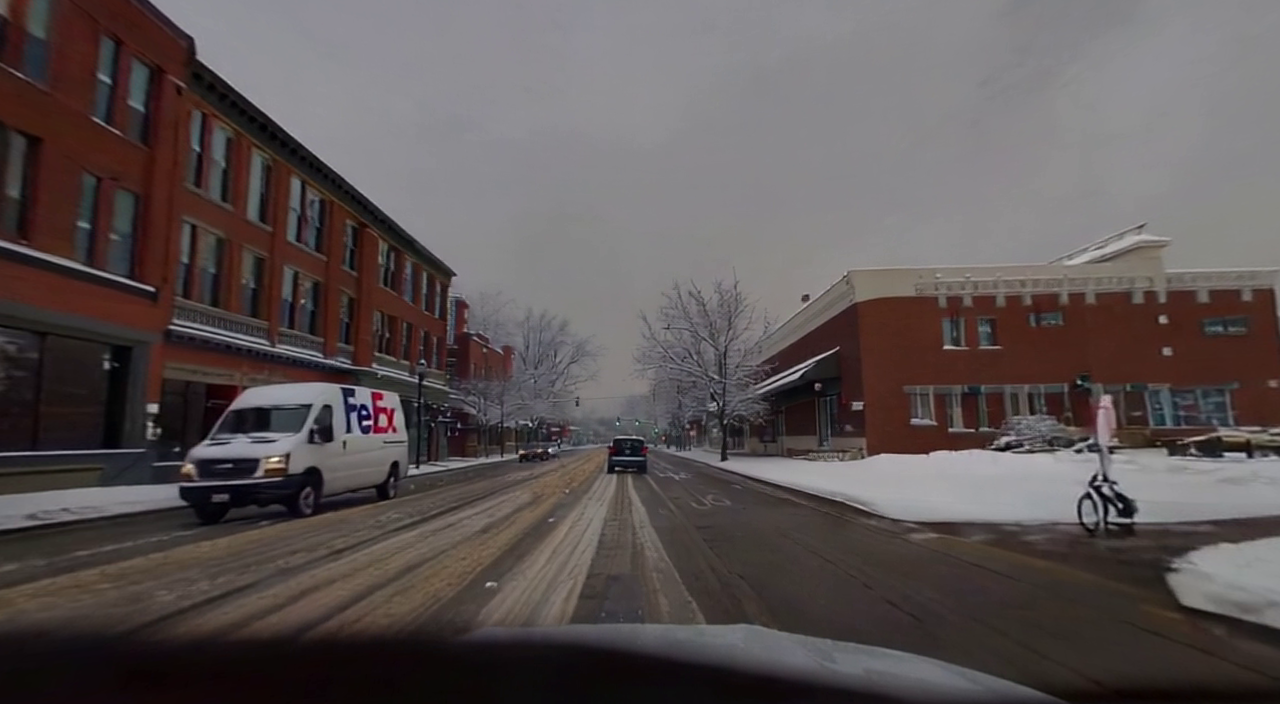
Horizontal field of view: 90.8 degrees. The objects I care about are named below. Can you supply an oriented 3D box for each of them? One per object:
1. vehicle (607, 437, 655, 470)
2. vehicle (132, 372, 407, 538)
[{"bbox_3d":[-0.568,5.377,33.645,2.356,1.572,4.810,0,-8,-4],"label":"vehicle"},{"bbox_3d":[-6.971,2.025,12.995,2.418,2.620,5.522,-1,-8,-2],"label":"vehicle"}]
